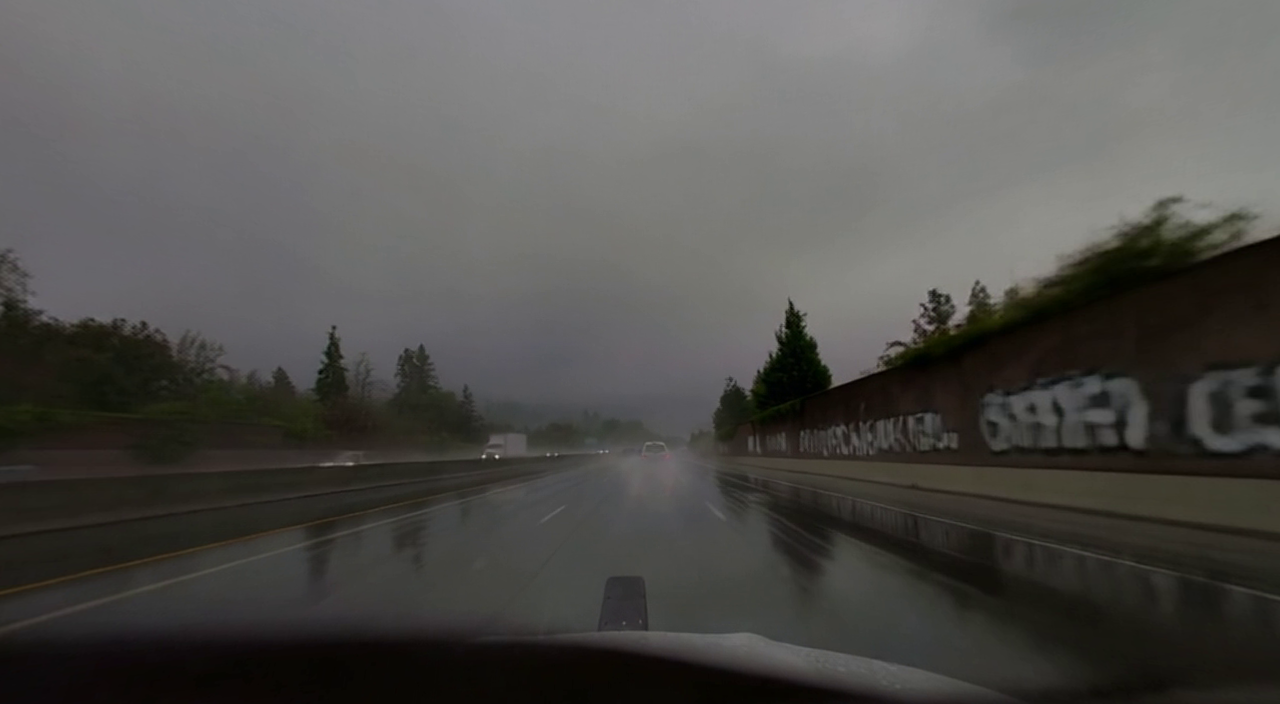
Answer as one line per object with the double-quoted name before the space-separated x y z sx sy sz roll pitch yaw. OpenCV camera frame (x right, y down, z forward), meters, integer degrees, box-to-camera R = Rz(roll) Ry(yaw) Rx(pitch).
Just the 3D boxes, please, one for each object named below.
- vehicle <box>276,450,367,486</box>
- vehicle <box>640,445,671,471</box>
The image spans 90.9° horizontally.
"vehicle" -15.670 5.715 31.299 2.025 1.631 4.535 0 -9 1
"vehicle" 1.199 8.334 49.630 2.279 1.934 4.268 0 -9 0
